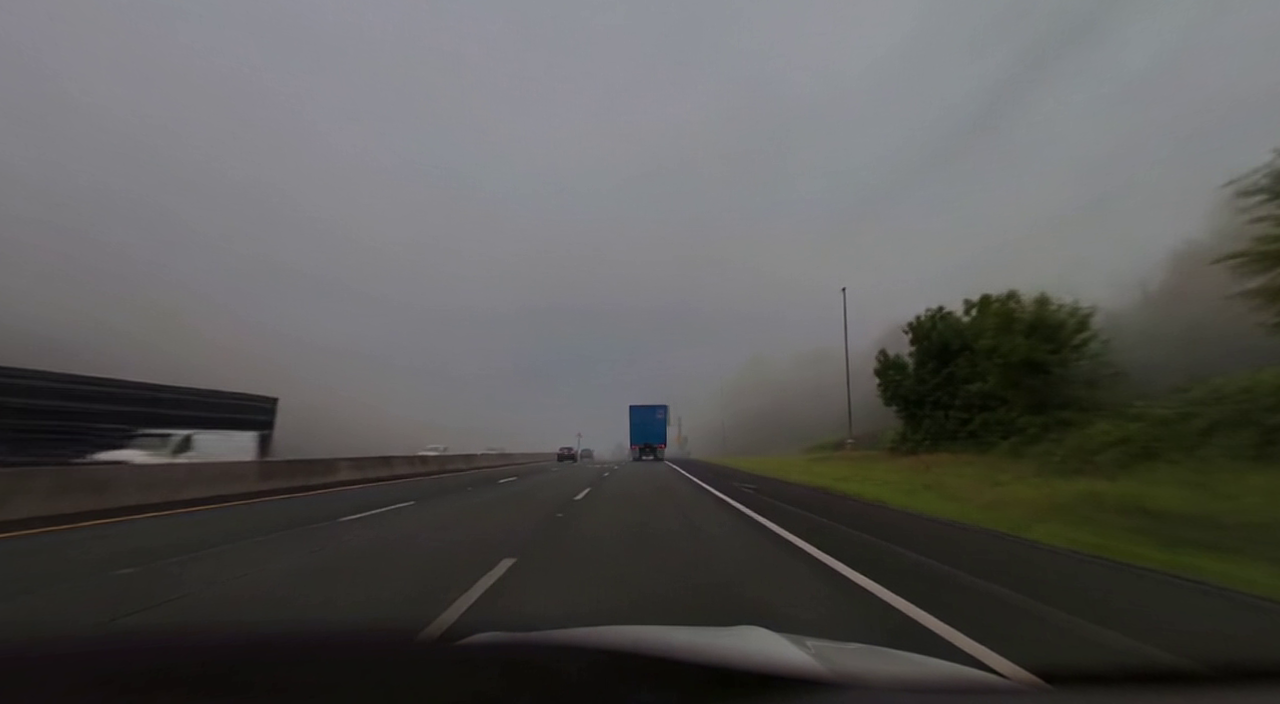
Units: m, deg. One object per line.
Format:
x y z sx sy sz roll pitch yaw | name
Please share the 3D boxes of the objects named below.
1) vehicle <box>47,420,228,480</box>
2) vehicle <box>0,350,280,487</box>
-16.281 3.229 20.830 2.006 1.734 4.746 0 -9 0 | vehicle
-20.861 3.008 25.724 2.952 4.104 15.731 0 -9 0 | vehicle
